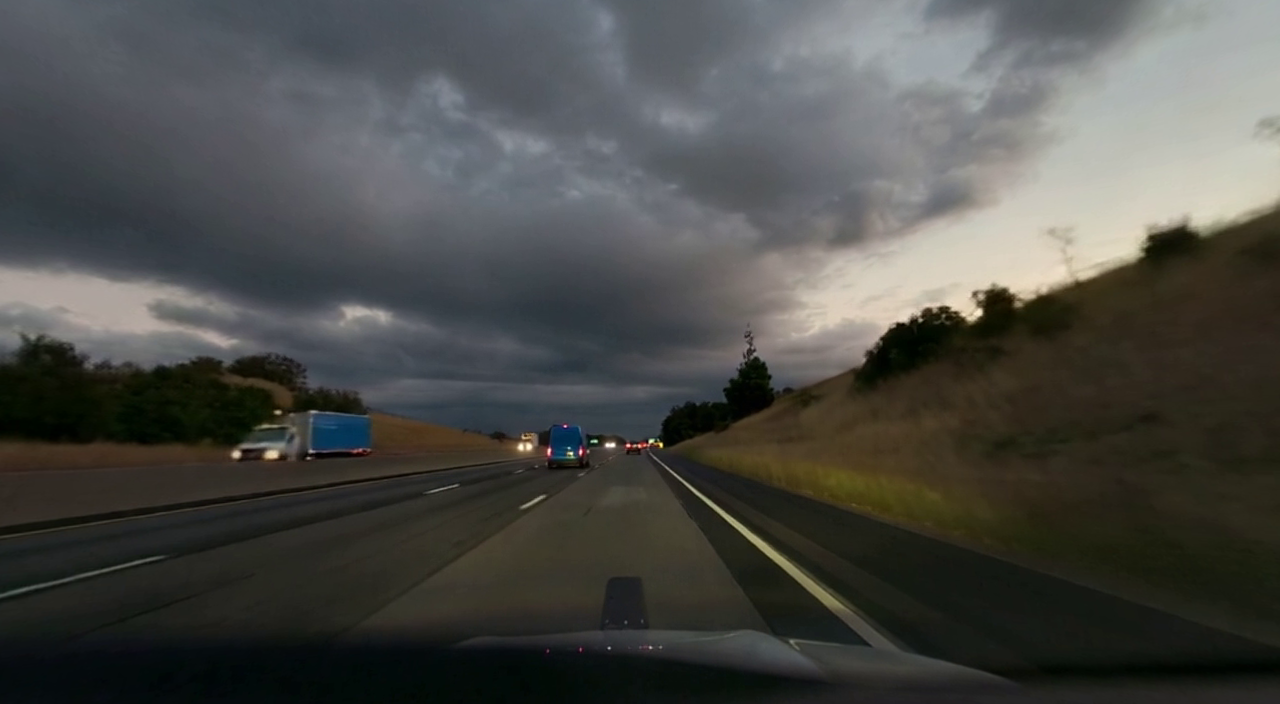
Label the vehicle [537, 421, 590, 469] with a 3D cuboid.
[{"bbox_3d":[-4.180,5.222,35.413,2.329,2.483,5.428,0,-8,0],"label":"vehicle"}]

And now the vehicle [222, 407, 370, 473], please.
[{"bbox_3d":[-24.072,6.393,45.547,2.914,4.020,14.107,0,-8,0],"label":"vehicle"}]
